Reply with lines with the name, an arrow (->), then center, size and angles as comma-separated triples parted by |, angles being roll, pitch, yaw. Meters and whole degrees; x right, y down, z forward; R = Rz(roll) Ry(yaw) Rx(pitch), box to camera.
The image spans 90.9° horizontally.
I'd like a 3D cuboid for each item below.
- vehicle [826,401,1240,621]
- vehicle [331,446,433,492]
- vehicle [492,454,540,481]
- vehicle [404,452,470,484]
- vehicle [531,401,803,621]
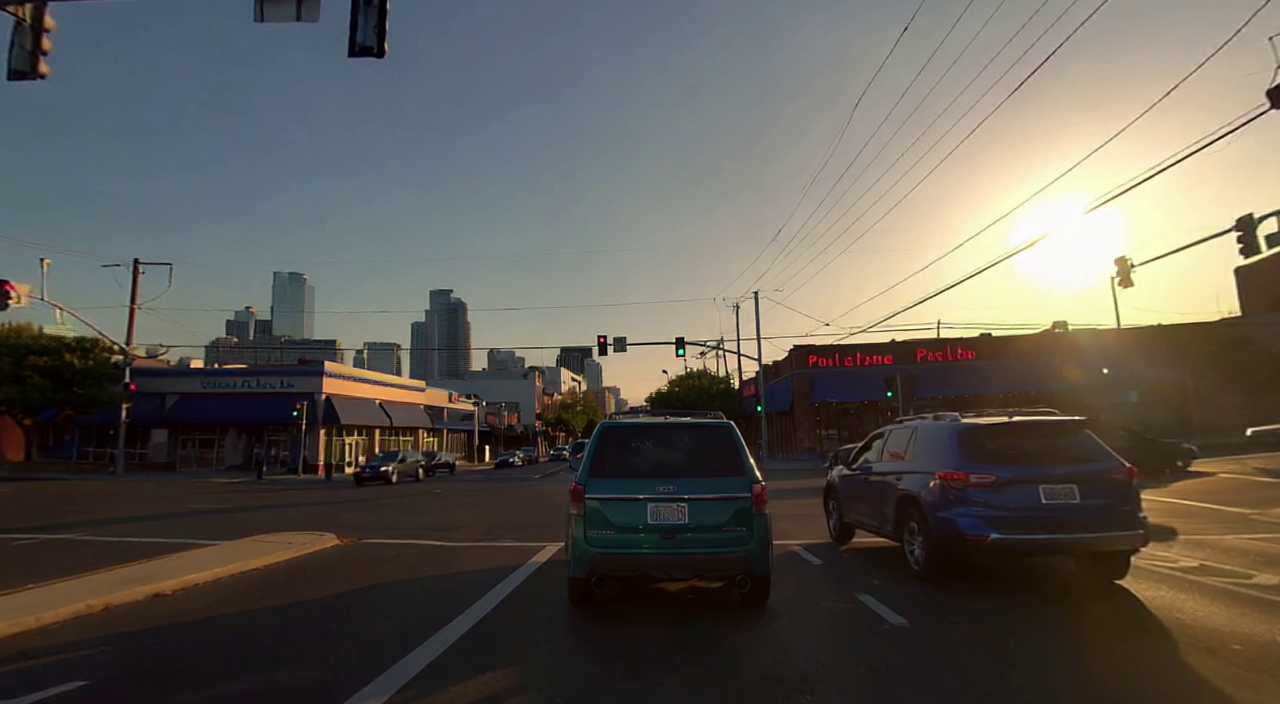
vehicle -> 3.619, 1.522, 6.986 | 1.976, 1.664, 4.189 | 0, -8, 2
vehicle -> -10.530, 4.762, 26.163 | 2.023, 1.713, 4.451 | -1, -8, 5
vehicle -> -8.619, 8.072, 44.263 | 1.957, 1.709, 4.574 | -1, -8, 6
vehicle -> -12.664, 7.222, 39.721 | 2.090, 1.806, 4.971 | -1, -8, 5
vehicle -> 0.258, 1.514, 6.860 | 2.098, 1.682, 3.778 | 0, -8, 2
